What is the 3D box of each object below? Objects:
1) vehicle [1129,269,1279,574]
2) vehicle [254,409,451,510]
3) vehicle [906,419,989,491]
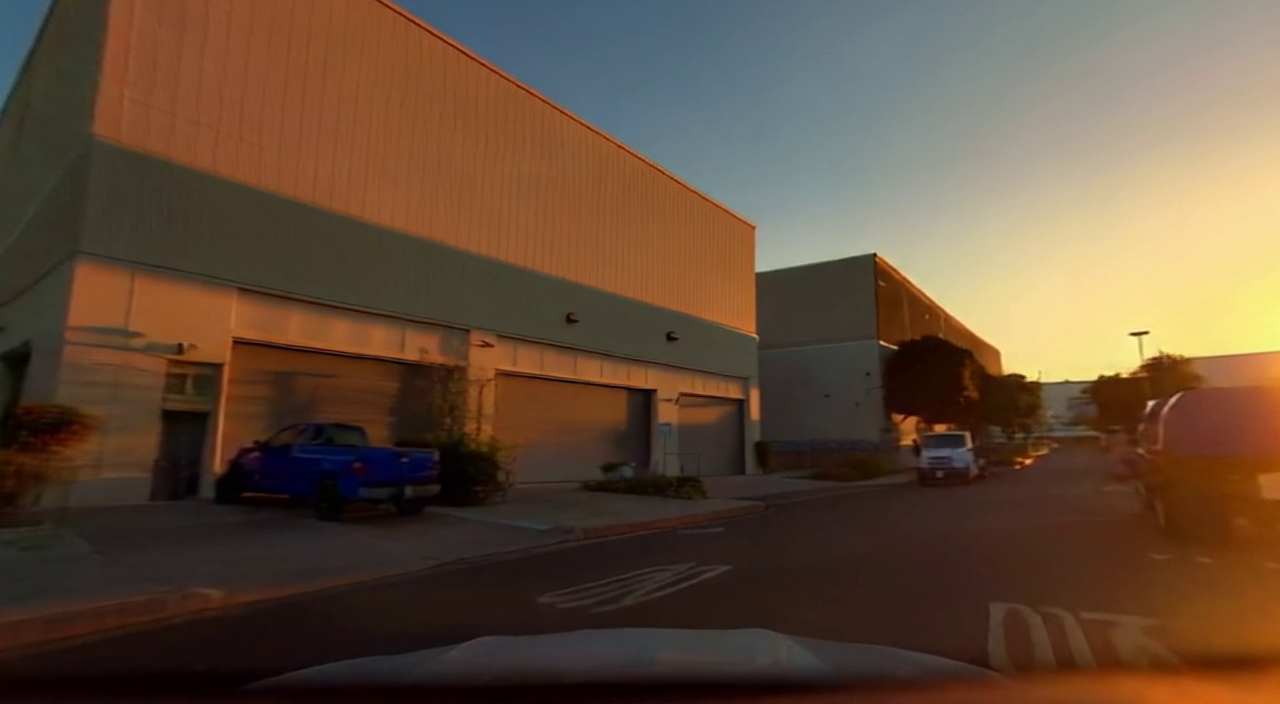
[{"bbox_3d":[13.465,1.630,14.116,2.966,4.658,11.455,-6,-10,34],"label":"vehicle"},{"bbox_3d":[-9.855,3.606,22.348,2.298,3.004,6.271,-8,-8,26],"label":"vehicle"},{"bbox_3d":[20.189,6.606,41.116,3.111,4.217,7.722,-7,-10,37],"label":"vehicle"}]
